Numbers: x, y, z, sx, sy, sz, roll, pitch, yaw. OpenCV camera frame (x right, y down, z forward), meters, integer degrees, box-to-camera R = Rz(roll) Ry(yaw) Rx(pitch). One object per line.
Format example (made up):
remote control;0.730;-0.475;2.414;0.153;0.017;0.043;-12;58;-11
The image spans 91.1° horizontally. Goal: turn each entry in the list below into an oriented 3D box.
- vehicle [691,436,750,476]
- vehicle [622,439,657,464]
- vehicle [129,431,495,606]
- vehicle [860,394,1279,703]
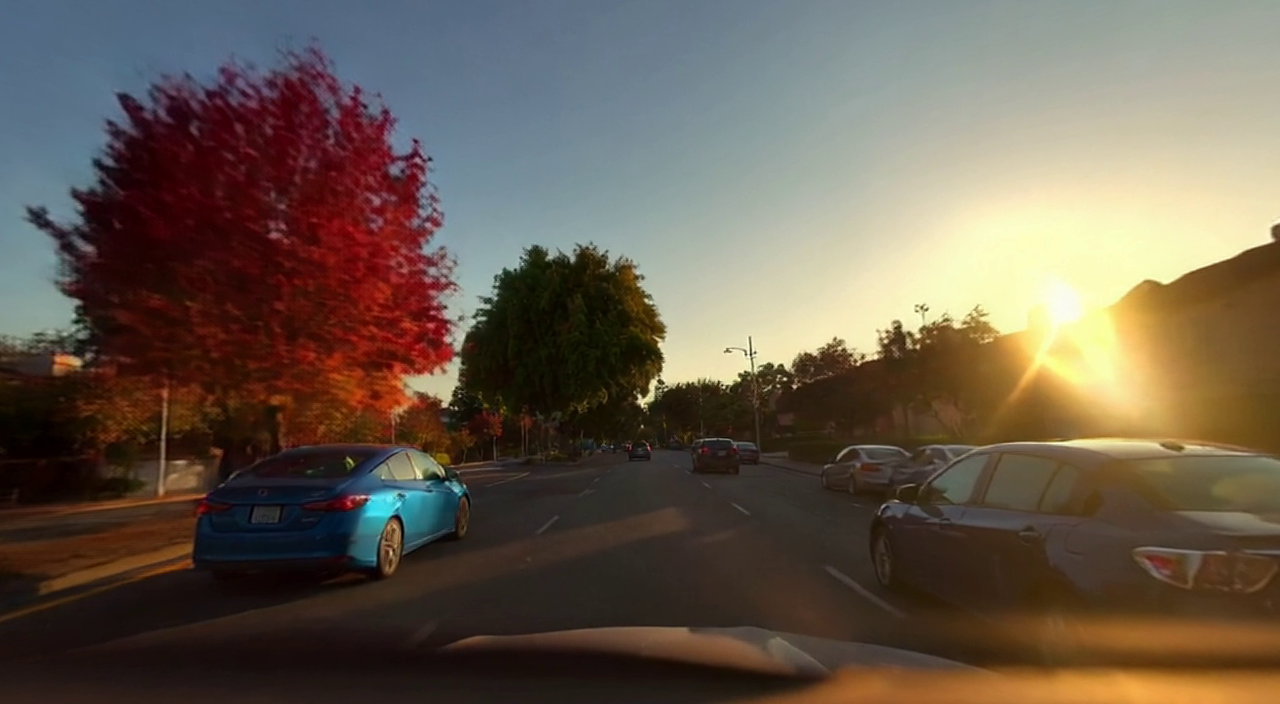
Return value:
vehicle;3.567;4.710;28.619;2.019;1.675;4.488;0;-8;-1
vehicle;-0.006;6.893;43.537;2.293;1.662;4.262;0;-8;1
vehicle;-3.363;1.772;7.742;1.997;1.479;4.547;0;-8;1
vehicle;3.275;1.173;4.102;2.060;1.474;4.475;0;-8;0
